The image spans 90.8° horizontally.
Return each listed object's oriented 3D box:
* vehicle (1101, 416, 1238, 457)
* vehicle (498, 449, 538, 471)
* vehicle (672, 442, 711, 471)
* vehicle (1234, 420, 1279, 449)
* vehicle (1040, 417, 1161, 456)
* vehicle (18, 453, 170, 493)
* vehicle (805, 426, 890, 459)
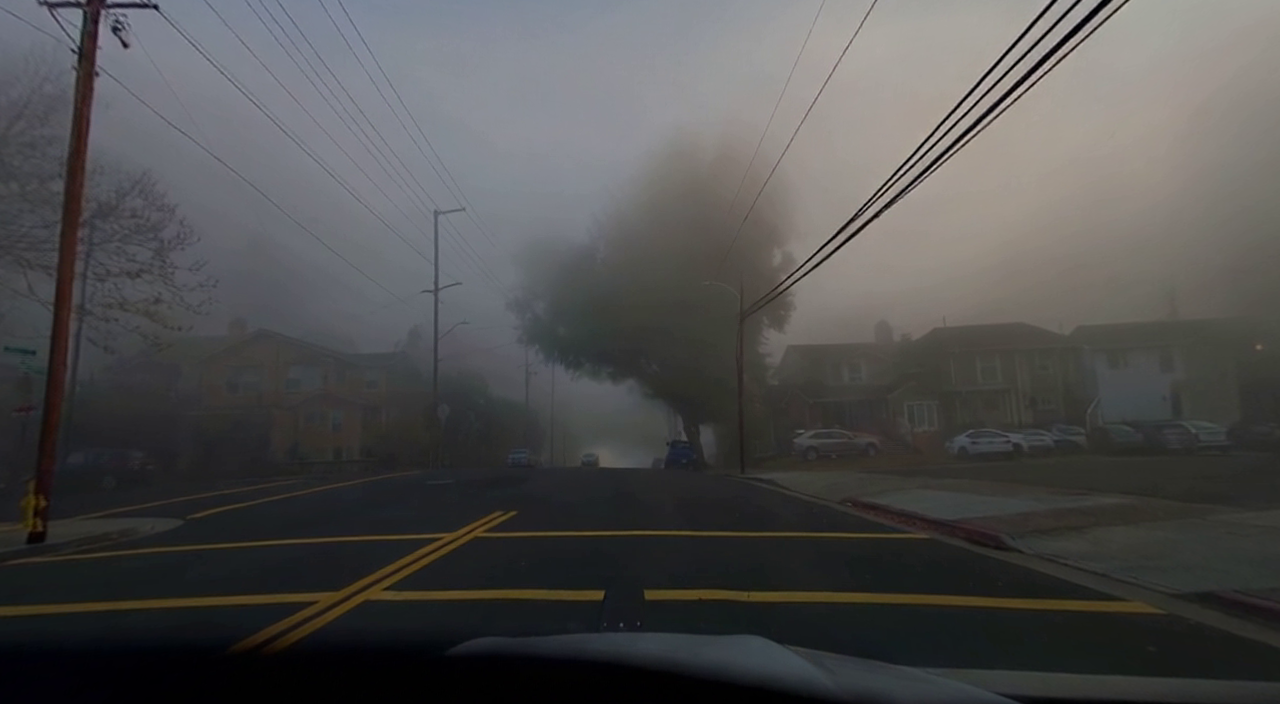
[{"bbox_3d":[22.391,3.620,26.816,4.002,1.505,2.061,-1,-10,-5],"label":"vehicle"},{"bbox_3d":[-8.551,7.598,44.727,2.066,1.472,4.353,0,-8,-1],"label":"vehicle"},{"bbox_3d":[3.247,6.711,40.682,1.993,1.755,4.256,0,-8,-2],"label":"vehicle"},{"bbox_3d":[33.075,4.300,32.871,3.433,1.389,1.683,3,-9,-22],"label":"vehicle"},{"bbox_3d":[22.112,4.034,30.556,4.320,1.673,1.957,-2,-5,23],"label":"vehicle"},{"bbox_3d":[-22.311,4.944,25.965,4.424,1.486,1.814,0,-8,-2],"label":"vehicle"},{"bbox_3d":[11.227,4.872,34.109,4.509,1.664,1.981,6,-10,-35],"label":"vehicle"}]
